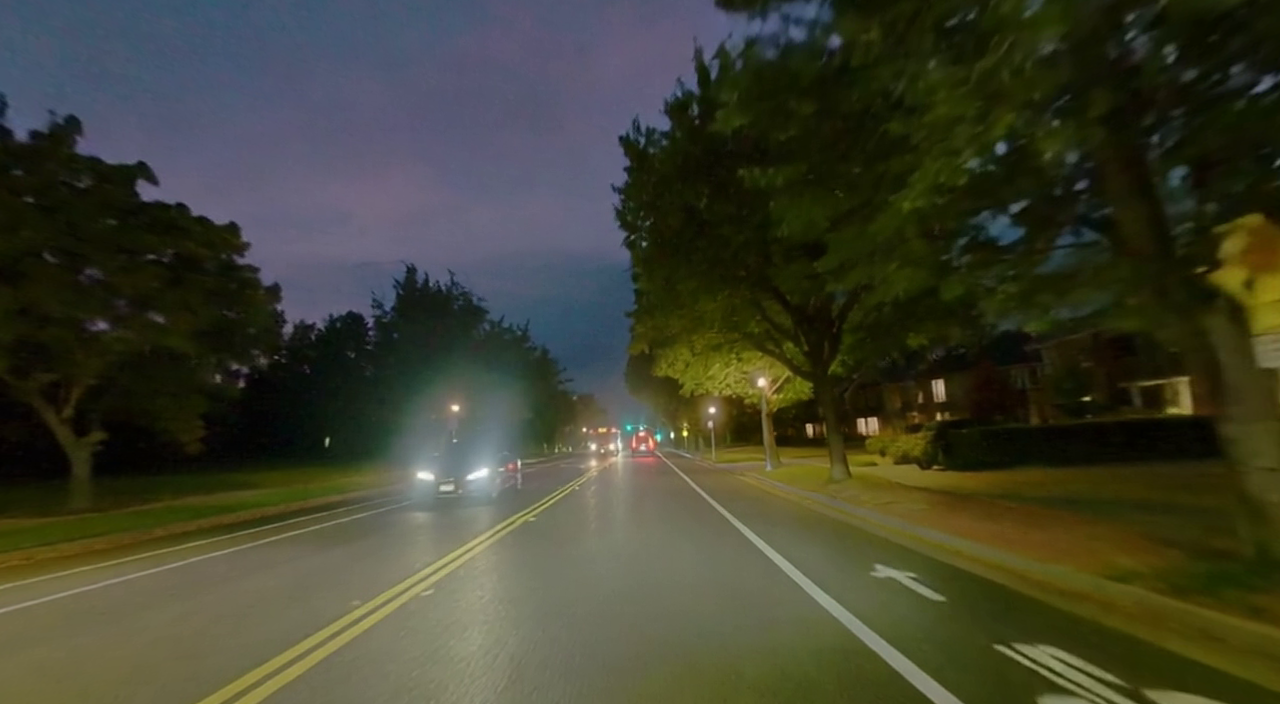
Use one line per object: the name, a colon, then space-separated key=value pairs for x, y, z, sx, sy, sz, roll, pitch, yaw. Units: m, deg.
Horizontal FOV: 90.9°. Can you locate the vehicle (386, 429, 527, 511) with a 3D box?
vehicle: x=-4.327 y=2.837 z=15.705 sx=2.102 sy=1.620 sz=4.575 roll=-3 pitch=-8 yaw=1
